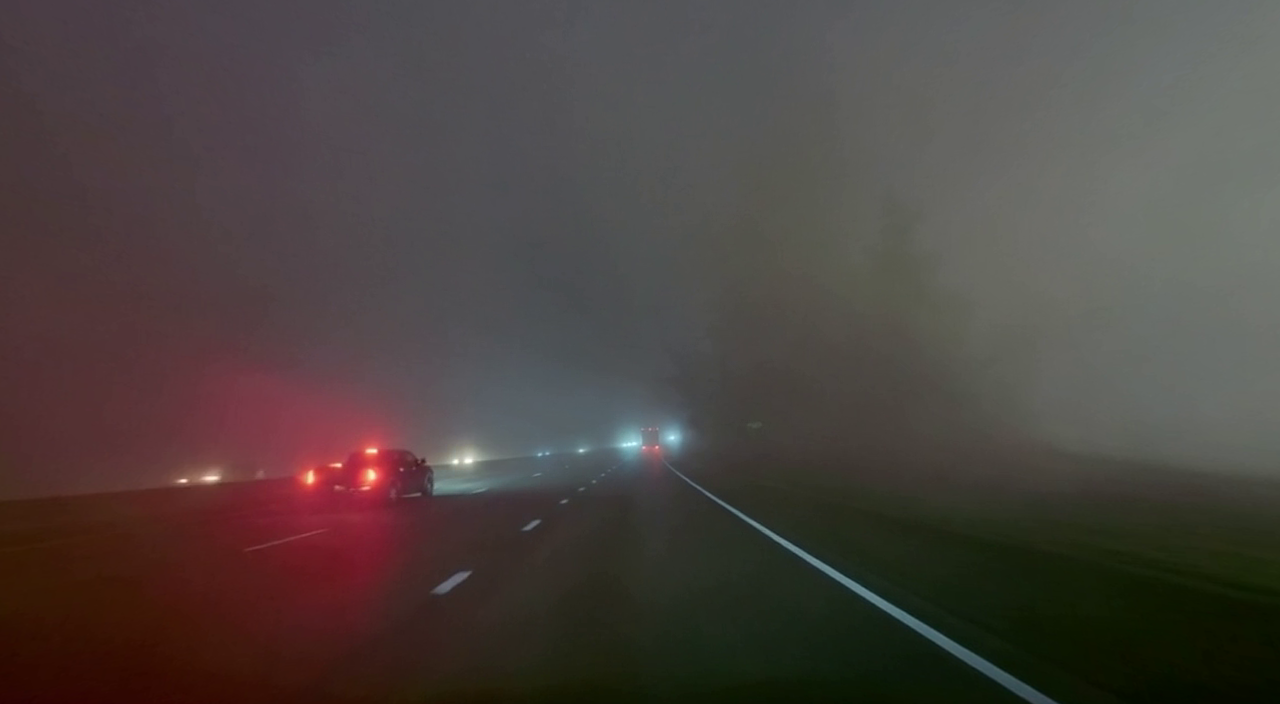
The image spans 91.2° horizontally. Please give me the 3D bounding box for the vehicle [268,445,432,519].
[{"bbox_3d":[-6.817,3.070,15.382,1.956,1.538,4.318,0,-9,0],"label":"vehicle"}]

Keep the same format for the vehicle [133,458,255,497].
[{"bbox_3d":[-19.388,5.443,27.584,1.902,1.485,4.679,0,-9,0],"label":"vehicle"}]
